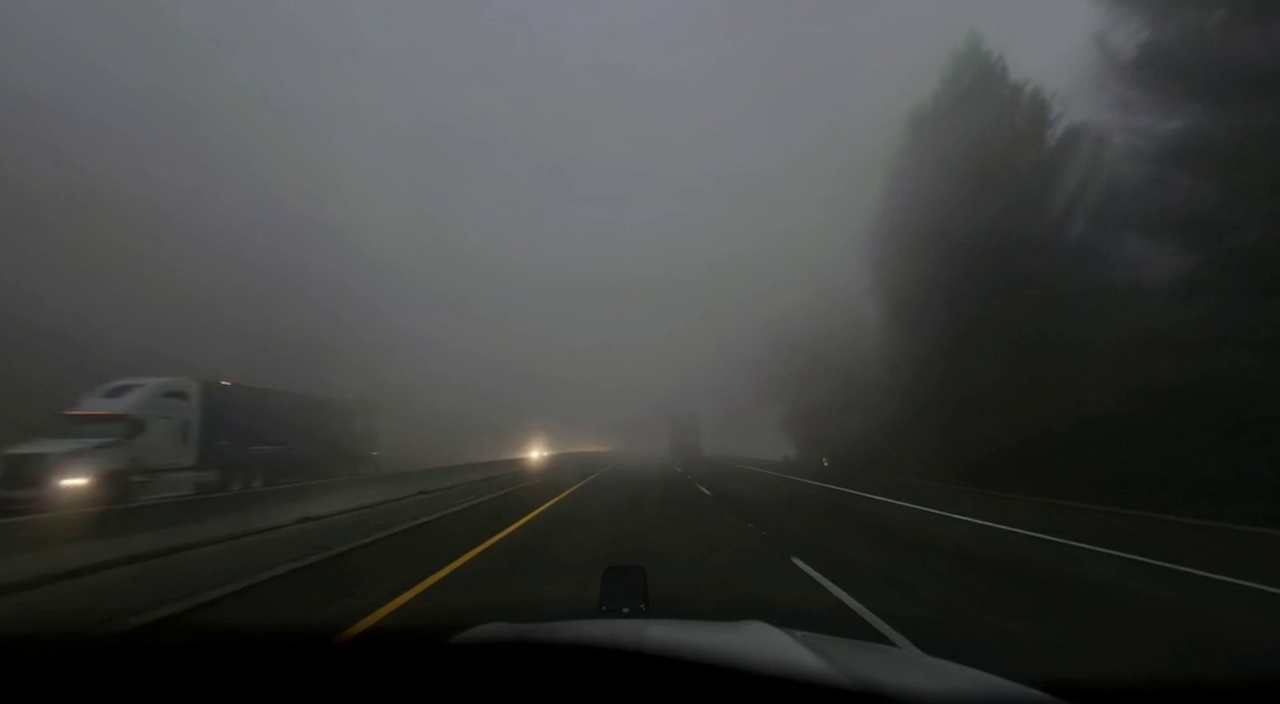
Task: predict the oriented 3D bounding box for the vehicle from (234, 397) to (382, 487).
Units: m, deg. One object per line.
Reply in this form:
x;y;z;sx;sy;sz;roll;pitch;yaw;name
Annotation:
-16.776;4.715;32.732;2.876;4.046;8.509;0;-9;1;vehicle

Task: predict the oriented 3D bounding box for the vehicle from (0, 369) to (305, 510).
-16.805;3.271;23.281;3.059;4.067;10.156;0;-9;0;vehicle
